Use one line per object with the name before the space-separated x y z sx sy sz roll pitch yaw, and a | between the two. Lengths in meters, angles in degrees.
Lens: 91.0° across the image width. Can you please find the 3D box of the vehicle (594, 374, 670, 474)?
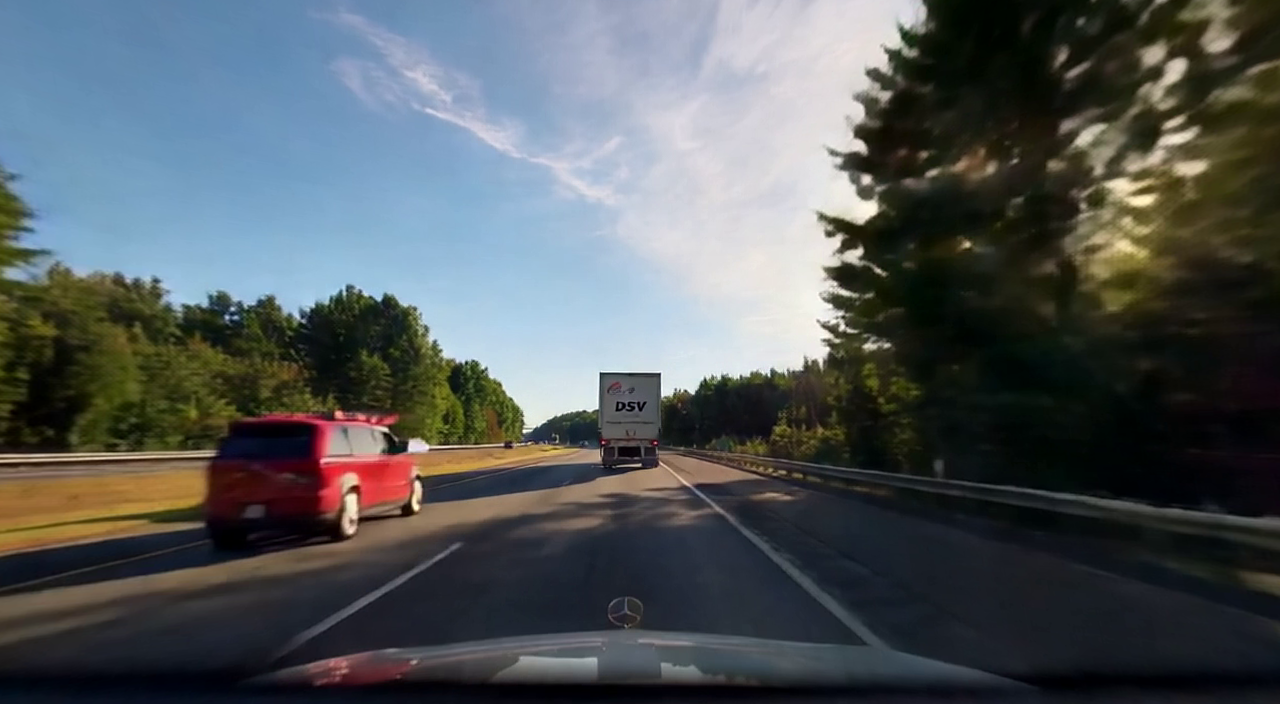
vehicle | -0.440 3.551 30.090 2.969 3.957 10.270 0 -8 -1

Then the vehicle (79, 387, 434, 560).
vehicle | -4.725 1.577 8.848 2.086 1.778 4.544 0 -8 0
